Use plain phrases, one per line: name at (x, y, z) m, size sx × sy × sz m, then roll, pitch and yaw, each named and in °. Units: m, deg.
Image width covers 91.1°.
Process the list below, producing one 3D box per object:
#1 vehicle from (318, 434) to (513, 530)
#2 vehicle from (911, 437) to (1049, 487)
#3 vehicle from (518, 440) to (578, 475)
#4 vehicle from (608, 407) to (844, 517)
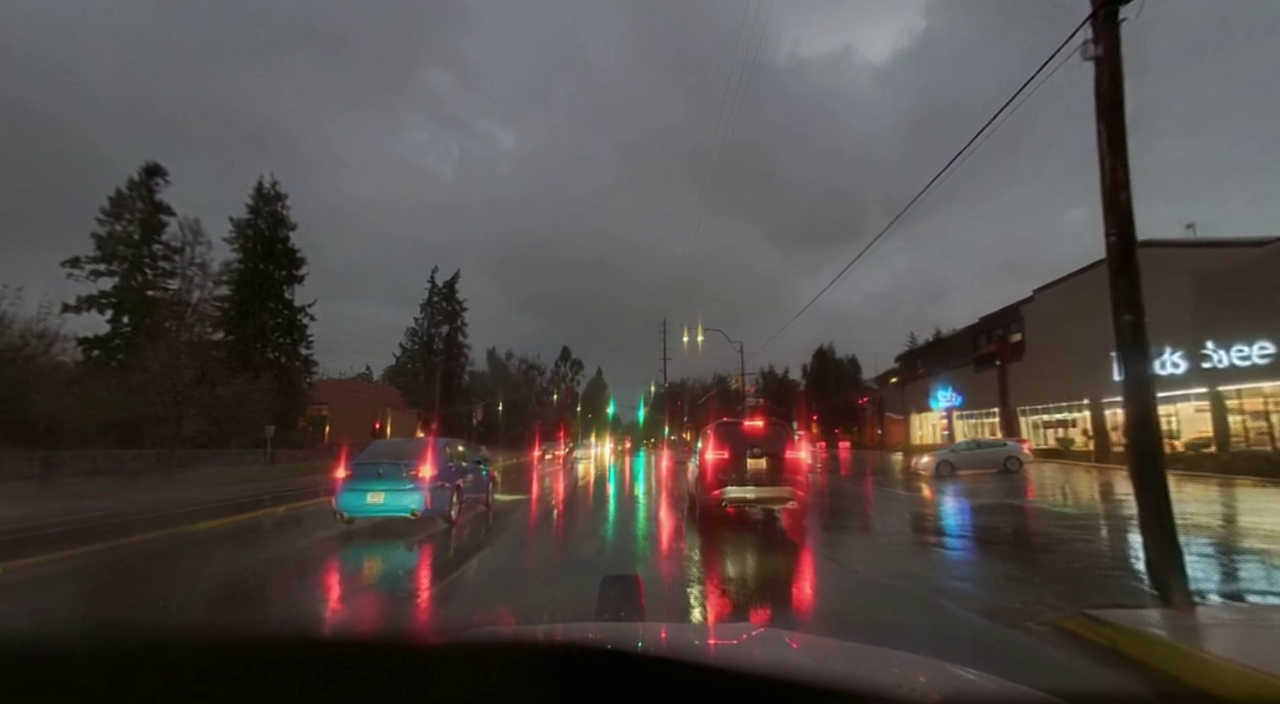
vehicle at (-3.921, 2.334, 11.916) m, size 2.026 × 1.466 × 4.282 m, roll 0°, pitch -8°, yaw 2°
vehicle at (12.292, 4.005, 22.917) m, size 3.871 × 1.525 × 1.835 m, roll -3°, pitch -9°, yaw 0°
vehicle at (-4.057, 4.734, 28.420) m, size 2.042 × 1.470 × 4.123 m, roll 0°, pitch -8°, yaw 1°
vehicle at (1.708, 2.306, 13.584) m, size 4.642 × 1.955 × 2.052 m, roll -7°, pitch -11°, yaw 40°
